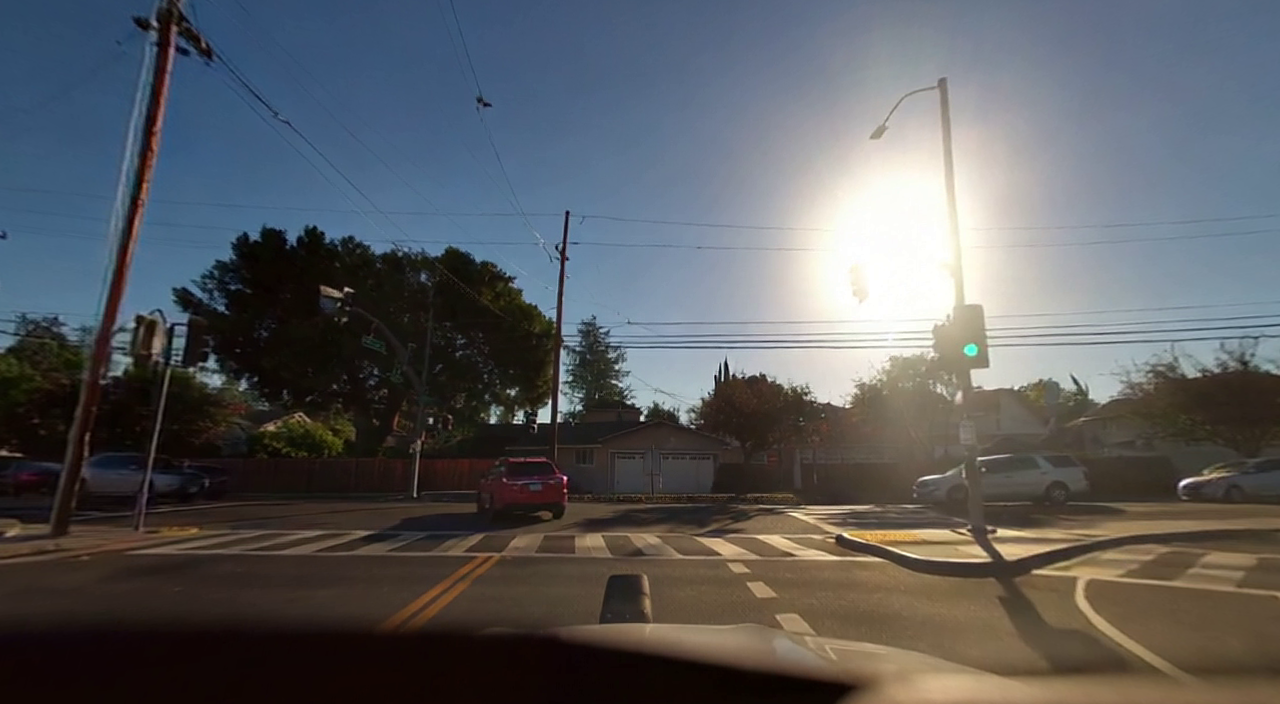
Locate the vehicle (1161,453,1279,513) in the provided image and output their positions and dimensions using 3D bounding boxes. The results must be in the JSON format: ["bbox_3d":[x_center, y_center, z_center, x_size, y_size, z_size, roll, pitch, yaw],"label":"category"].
[{"bbox_3d":[17.926,3.693,17.951,4.254,1.558,1.960,-1,-9,5],"label":"vehicle"}]

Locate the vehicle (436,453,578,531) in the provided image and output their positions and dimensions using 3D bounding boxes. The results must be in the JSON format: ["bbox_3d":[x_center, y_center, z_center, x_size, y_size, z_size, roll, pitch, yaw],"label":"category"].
[{"bbox_3d":[-3.391,3.249,15.363,2.078,1.506,4.512,5,-10,-29],"label":"vehicle"}]

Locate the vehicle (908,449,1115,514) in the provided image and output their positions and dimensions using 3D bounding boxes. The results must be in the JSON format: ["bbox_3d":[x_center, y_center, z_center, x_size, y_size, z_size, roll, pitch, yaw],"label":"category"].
[{"bbox_3d":[10.530,3.674,18.228,4.600,1.722,2.074,-1,-9,5],"label":"vehicle"}]

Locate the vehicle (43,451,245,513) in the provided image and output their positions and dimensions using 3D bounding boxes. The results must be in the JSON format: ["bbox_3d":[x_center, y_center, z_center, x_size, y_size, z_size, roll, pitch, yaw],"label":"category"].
[{"bbox_3d":[-14.405,3.743,18.455,4.485,1.625,1.980,-1,-9,8],"label":"vehicle"}]
